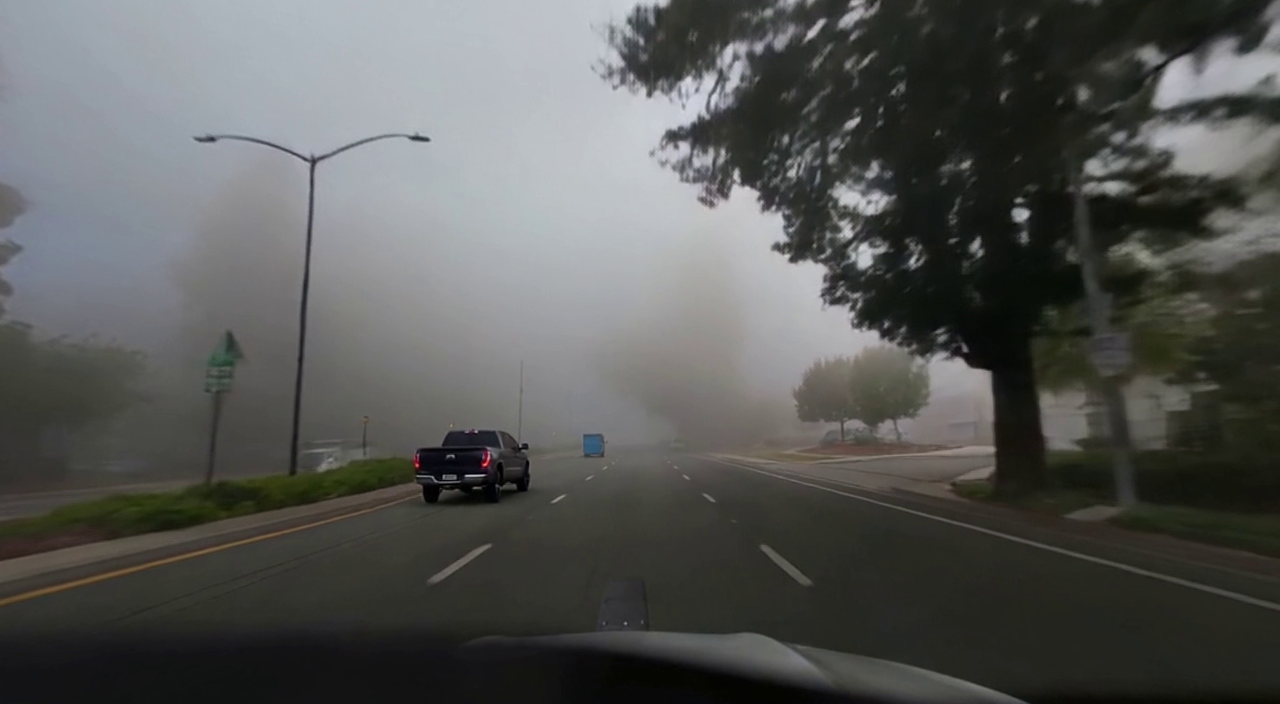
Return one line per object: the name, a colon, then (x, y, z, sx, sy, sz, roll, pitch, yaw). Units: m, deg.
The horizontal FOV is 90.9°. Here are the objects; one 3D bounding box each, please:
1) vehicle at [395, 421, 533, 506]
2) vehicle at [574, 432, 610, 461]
vehicle: (-4.060, 2.671, 15.510, 2.002, 1.747, 4.728, 0, -8, 0)
vehicle: (-3.472, 6.955, 46.244, 2.230, 1.987, 4.385, 0, -8, 1)
